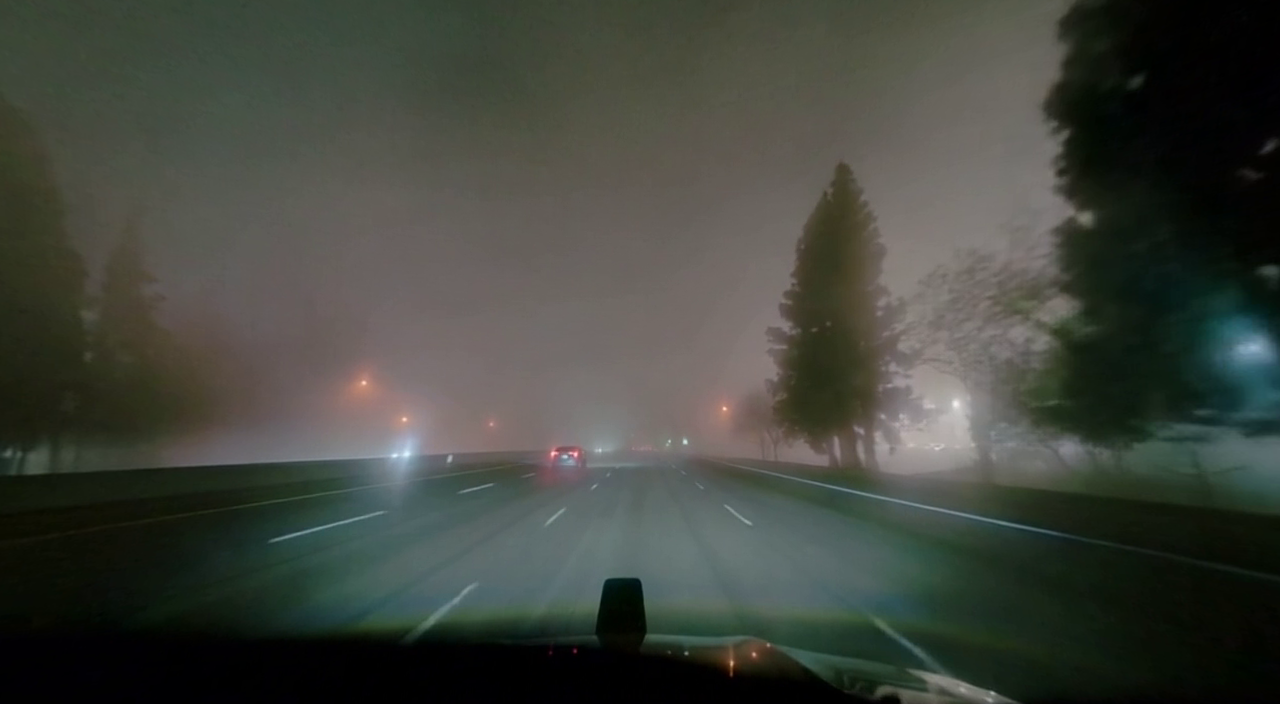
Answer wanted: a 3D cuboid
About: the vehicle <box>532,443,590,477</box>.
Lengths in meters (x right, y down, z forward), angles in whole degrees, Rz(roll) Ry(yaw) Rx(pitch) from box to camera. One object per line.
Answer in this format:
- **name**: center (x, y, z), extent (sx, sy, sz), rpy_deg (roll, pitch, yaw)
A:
- **vehicle**: center (-3.620, 5.037, 29.550), extent (2.128, 1.450, 4.078), rpy_deg (-1, -9, 1)
